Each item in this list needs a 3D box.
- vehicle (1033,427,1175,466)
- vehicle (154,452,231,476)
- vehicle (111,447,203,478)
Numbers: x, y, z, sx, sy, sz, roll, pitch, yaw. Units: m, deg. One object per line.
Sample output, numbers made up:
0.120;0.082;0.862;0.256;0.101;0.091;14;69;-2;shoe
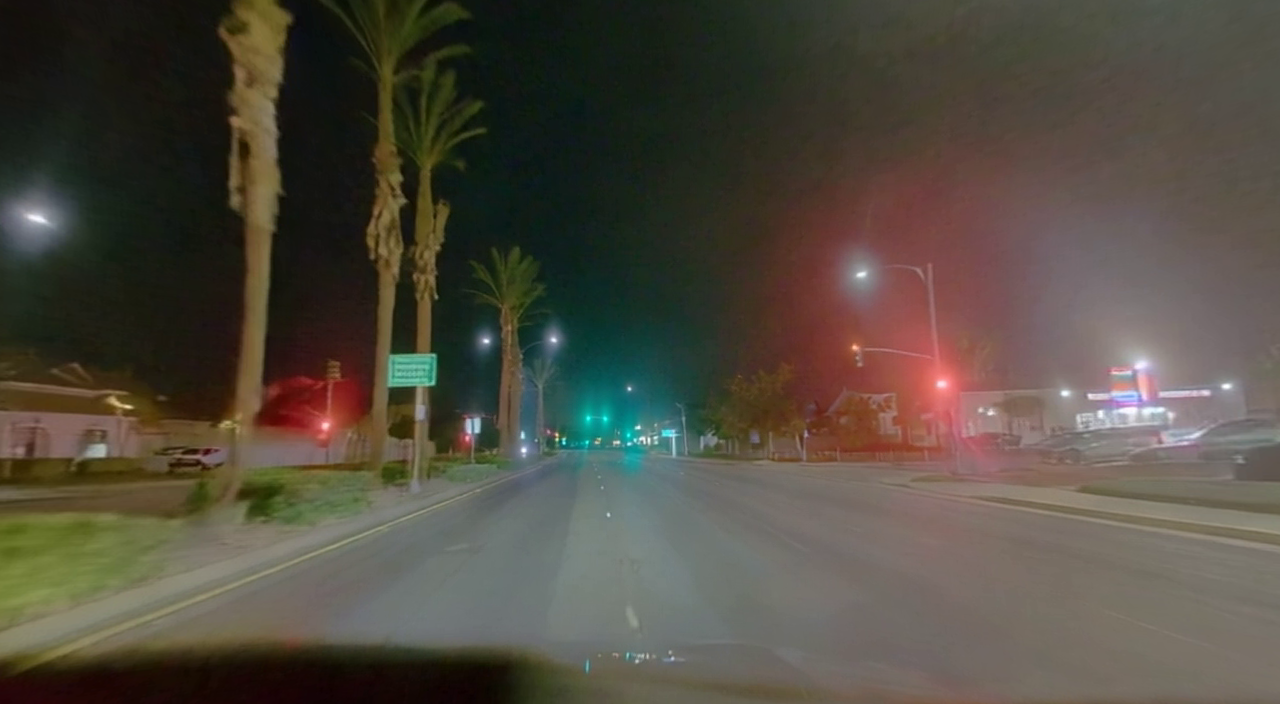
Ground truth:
18.665;3.794;25.510;4.382;1.463;1.869;1;-9;-6;vehicle
-30.174;7.540;42.774;1.945;1.444;4.428;-4;-9;1;vehicle
-33.140;7.541;43.606;2.236;1.982;5.467;0;-8;-4;vehicle
